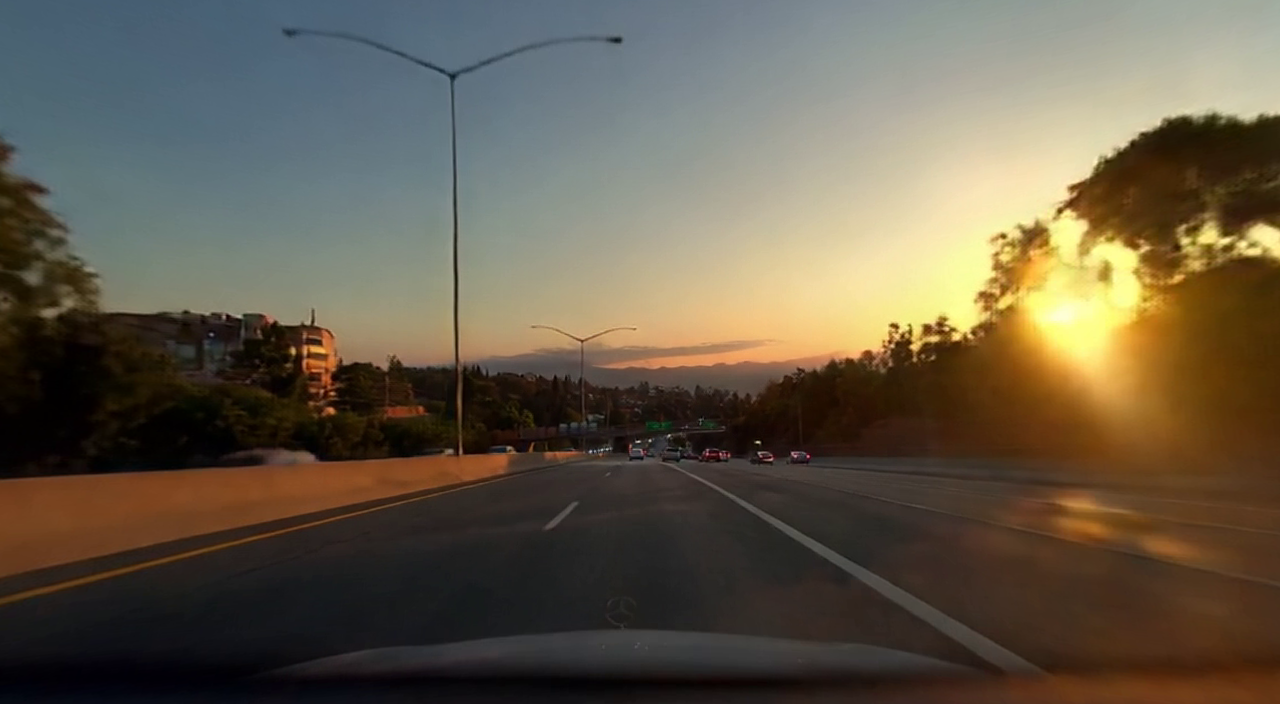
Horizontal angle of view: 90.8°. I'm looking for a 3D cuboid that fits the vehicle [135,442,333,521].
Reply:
[{"bbox_3d":[-10.111,3.196,16.313,1.998,1.682,4.658,0,-8,0],"label":"vehicle"}]
